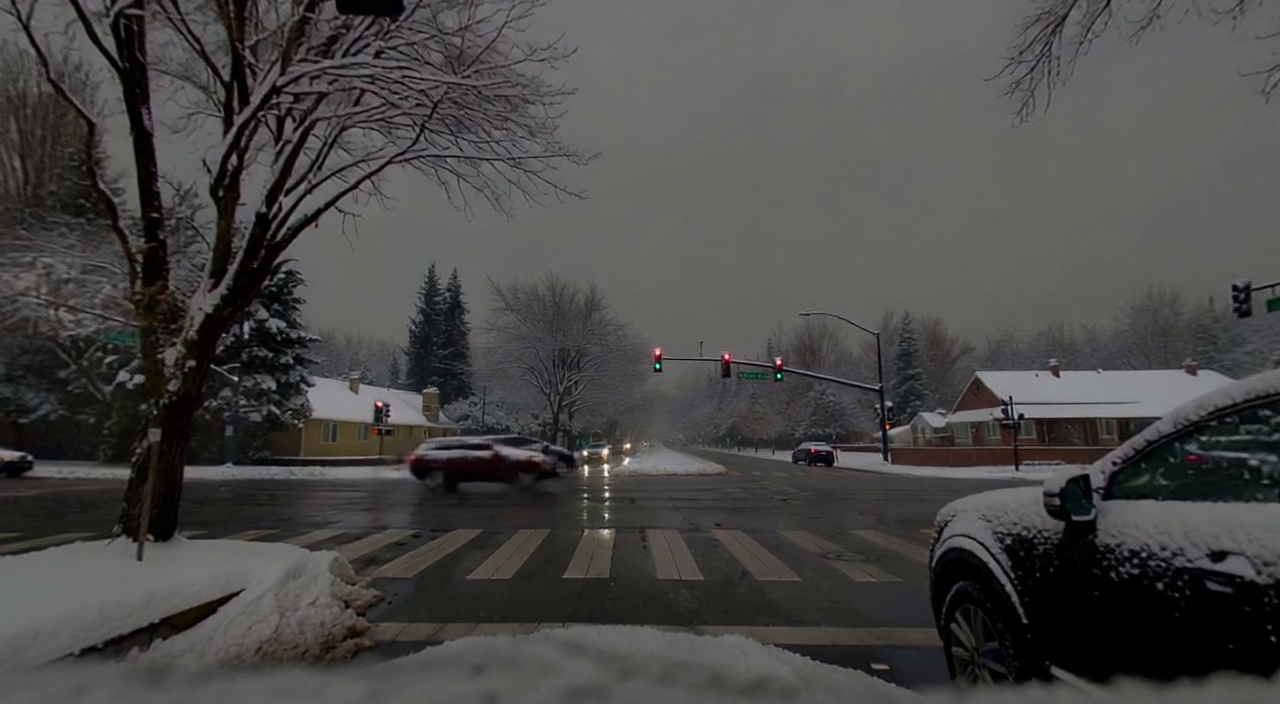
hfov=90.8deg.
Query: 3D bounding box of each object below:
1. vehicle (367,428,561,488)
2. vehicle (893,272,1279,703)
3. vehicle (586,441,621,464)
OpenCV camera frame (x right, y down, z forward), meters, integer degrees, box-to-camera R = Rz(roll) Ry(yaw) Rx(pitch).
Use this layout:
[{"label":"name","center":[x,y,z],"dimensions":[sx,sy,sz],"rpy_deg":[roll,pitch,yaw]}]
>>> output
[{"label":"vehicle","center":[-5.314,3.268,19.672],"dimensions":[5.403,1.759,2.040],"rpy_deg":[0,-9,0]},{"label":"vehicle","center":[2.731,0.710,1.726],"dimensions":[2.085,1.800,4.908],"rpy_deg":[0,-9,1]},{"label":"vehicle","center":[-2.390,6.713,42.281],"dimensions":[2.046,1.491,4.118],"rpy_deg":[0,-9,1]}]
